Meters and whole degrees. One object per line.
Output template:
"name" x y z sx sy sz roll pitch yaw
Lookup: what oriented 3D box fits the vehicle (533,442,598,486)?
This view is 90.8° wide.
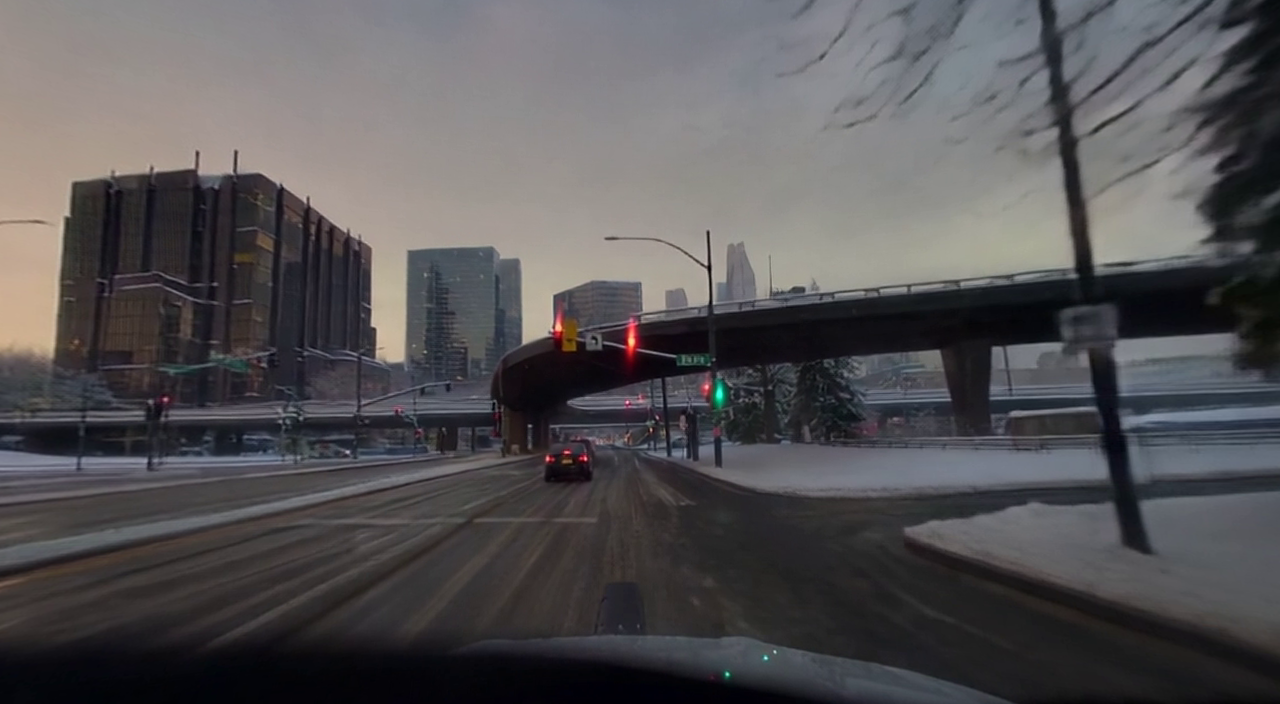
"vehicle" -2.670 4.152 23.744 2.154 1.465 4.532 0 -9 -3
